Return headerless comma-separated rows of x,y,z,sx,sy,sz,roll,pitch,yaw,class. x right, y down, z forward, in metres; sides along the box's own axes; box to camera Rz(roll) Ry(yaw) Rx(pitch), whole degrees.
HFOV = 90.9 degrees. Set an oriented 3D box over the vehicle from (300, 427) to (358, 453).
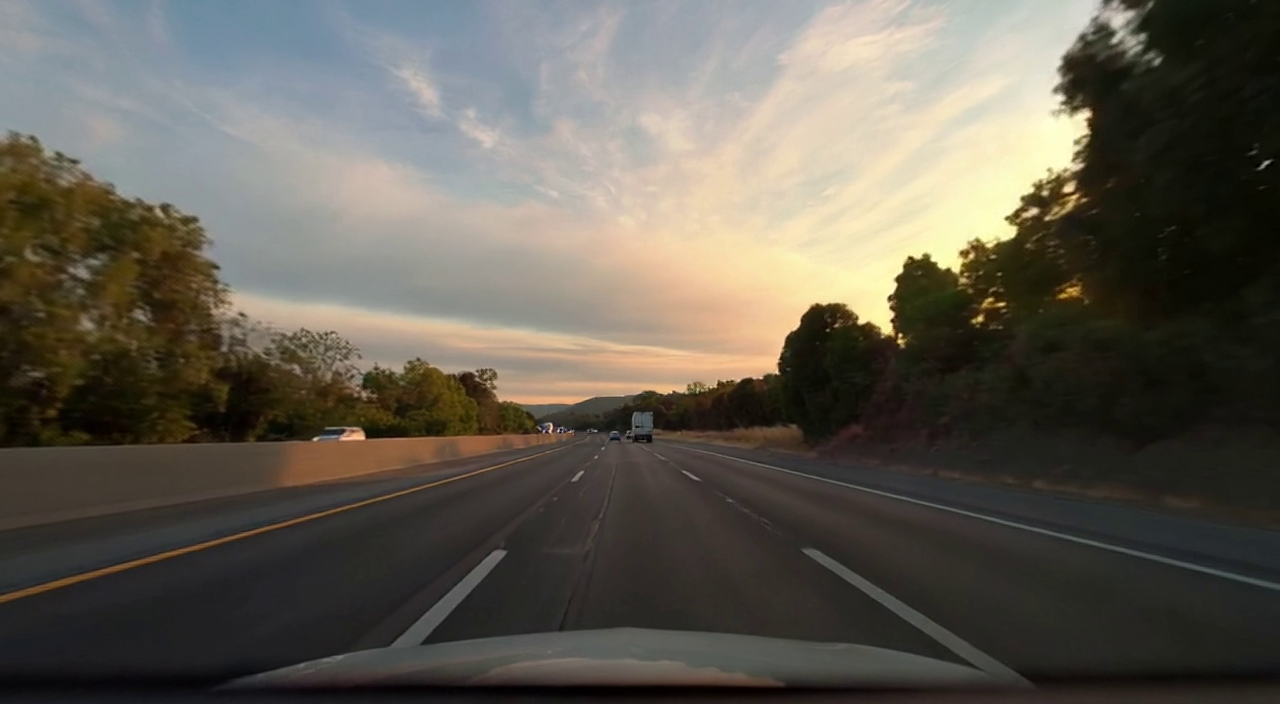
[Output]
-20.046,5.686,40.817,1.893,1.548,4.202,1,-8,-4,vehicle
